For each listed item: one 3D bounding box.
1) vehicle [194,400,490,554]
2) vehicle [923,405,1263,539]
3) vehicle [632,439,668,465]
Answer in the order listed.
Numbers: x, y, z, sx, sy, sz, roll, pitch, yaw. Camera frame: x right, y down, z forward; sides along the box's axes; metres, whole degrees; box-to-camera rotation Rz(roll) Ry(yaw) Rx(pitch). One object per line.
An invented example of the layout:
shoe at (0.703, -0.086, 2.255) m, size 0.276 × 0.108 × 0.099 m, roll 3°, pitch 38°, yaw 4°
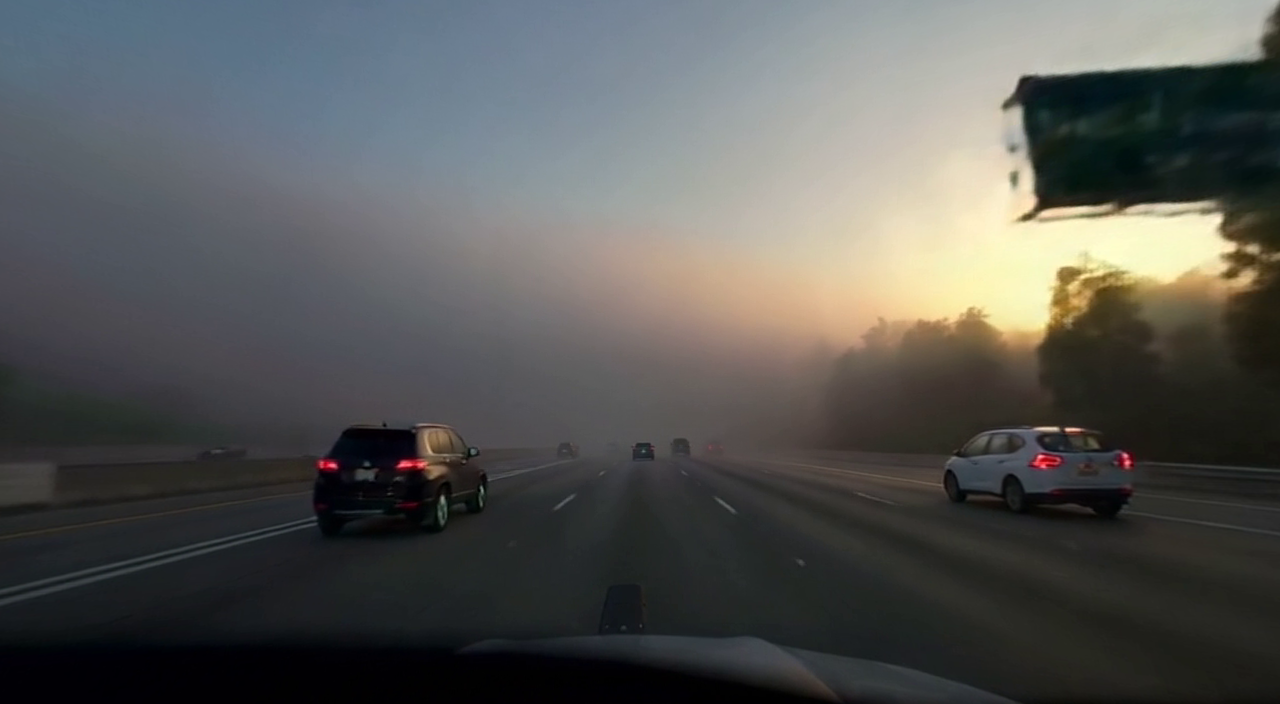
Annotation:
vehicle at (-4.014, 1.791, 9.737) m, size 2.118 × 1.750 × 4.875 m, roll 0°, pitch -8°, yaw 1°
vehicle at (7.124, 1.945, 10.876) m, size 2.123 × 1.756 × 4.959 m, roll 0°, pitch -8°, yaw 0°
vehicle at (0.569, 6.089, 38.455) m, size 2.050 × 1.452 × 3.917 m, roll 0°, pitch -8°, yaw -1°
